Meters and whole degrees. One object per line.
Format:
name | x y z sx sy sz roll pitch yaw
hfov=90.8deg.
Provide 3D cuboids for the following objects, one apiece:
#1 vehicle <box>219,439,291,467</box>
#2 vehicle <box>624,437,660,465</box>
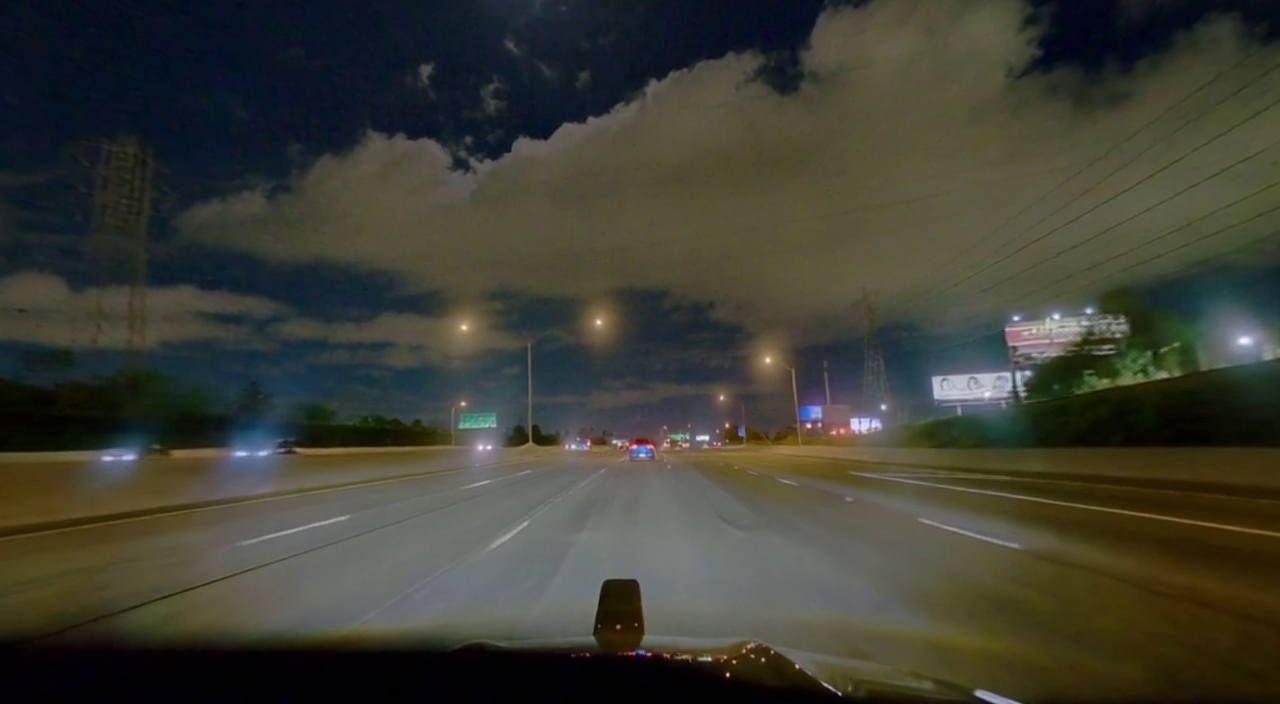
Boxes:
vehicle | -23.183 6.097 38.182 1.890 1.580 3.831 0 -9 1
vehicle | 0.114 6.009 38.481 2.074 1.574 3.971 -1 -8 0
